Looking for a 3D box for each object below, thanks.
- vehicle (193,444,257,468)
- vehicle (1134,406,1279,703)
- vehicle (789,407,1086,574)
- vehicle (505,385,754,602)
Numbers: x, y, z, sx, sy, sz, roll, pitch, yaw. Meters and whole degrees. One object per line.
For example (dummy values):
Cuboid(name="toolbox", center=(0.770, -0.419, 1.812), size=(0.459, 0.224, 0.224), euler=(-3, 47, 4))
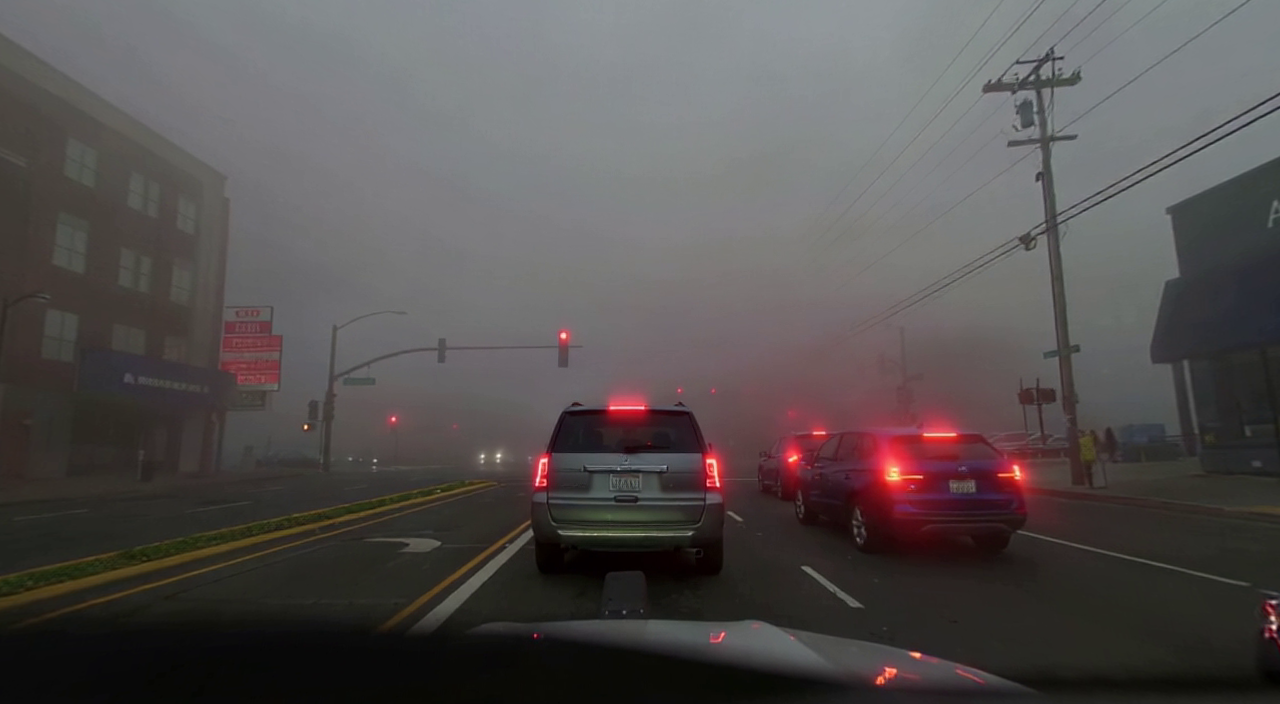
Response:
Cuboid(name="vehicle", center=(-27.439, 6.872, 41.862), size=(1.693, 1.563, 3.716), euler=(0, -8, 0))
Cuboid(name="vehicle", center=(3.364, 0.715, 0.770), size=(1.884, 1.484, 4.609), euler=(0, -8, 2))
Cuboid(name="vehicle", center=(3.617, 1.762, 8.796), size=(2.036, 1.719, 4.318), euler=(0, -8, 0))
Cuboid(name="vehicle", center=(-0.004, 1.537, 7.689), size=(2.154, 1.861, 4.280), euler=(0, -8, 3))
